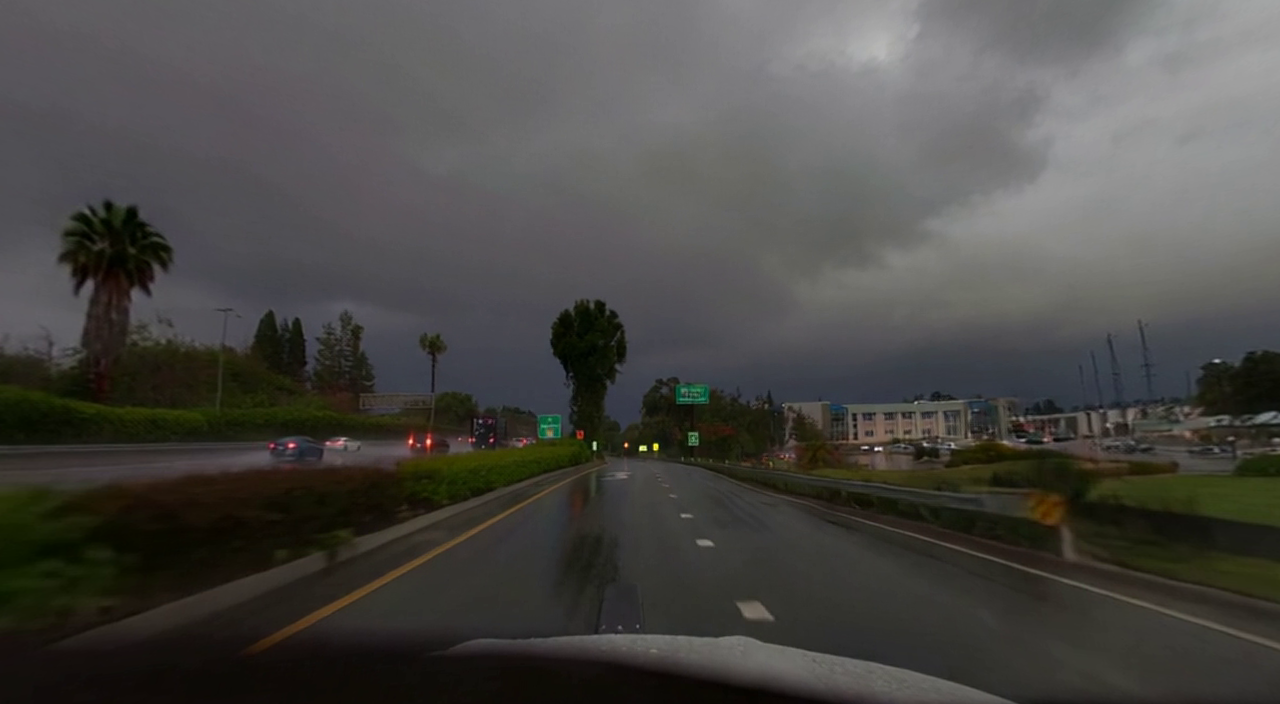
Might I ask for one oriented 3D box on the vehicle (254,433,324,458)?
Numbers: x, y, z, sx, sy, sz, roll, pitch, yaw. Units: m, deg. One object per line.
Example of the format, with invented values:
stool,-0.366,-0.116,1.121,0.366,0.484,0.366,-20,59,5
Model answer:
vehicle,-21.960,5.891,39.771,1.933,1.496,4.516,0,-9,-2
